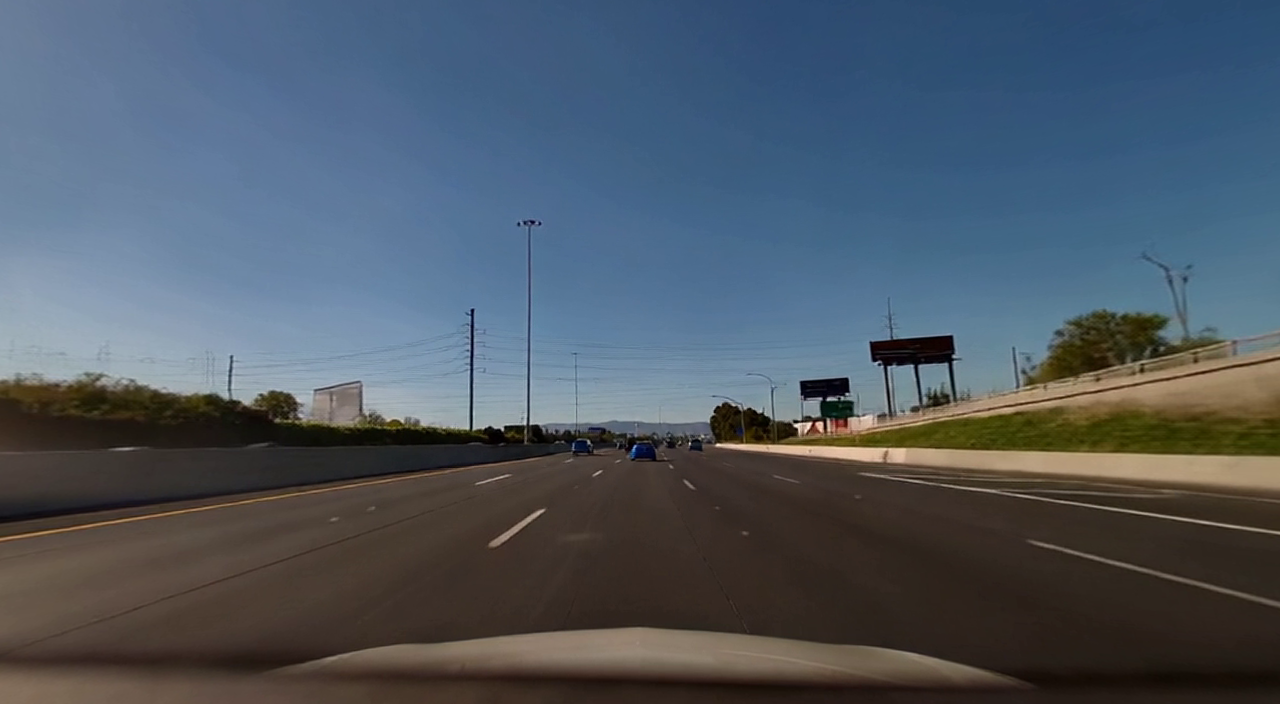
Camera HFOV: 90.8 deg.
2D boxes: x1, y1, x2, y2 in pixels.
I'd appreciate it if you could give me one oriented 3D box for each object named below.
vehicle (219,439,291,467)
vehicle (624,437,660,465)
[{"bbox_3d":[-23.183,6.097,38.182,1.890,1.580,3.831,0,-9,1],"label":"vehicle"},{"bbox_3d":[0.114,6.009,38.481,2.074,1.574,3.971,-1,-8,0],"label":"vehicle"}]
